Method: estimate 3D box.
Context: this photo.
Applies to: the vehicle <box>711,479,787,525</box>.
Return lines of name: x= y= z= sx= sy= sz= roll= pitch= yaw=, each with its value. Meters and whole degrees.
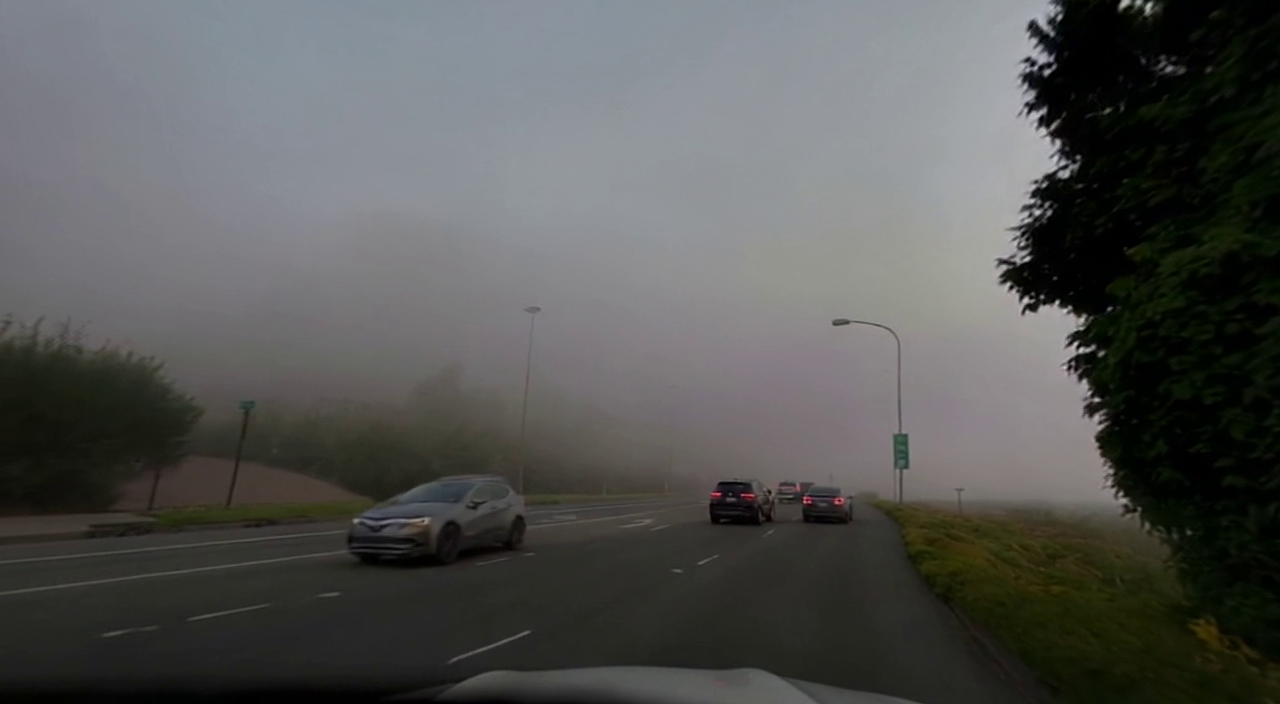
vehicle: x=4.281 y=5.667 z=24.206 sx=2.030 sy=1.441 sz=4.806 roll=-3 pitch=-11 yaw=20

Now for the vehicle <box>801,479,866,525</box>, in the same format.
vehicle: x=7.504 y=5.662 z=24.162 sx=2.129 sy=1.471 sz=4.258 roll=-3 pitch=-11 yaw=20

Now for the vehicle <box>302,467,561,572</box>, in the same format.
vehicle: x=-3.596 y=2.996 z=12.035 sx=2.107 sy=1.502 sz=4.705 roll=-3 pitch=-11 yaw=21
